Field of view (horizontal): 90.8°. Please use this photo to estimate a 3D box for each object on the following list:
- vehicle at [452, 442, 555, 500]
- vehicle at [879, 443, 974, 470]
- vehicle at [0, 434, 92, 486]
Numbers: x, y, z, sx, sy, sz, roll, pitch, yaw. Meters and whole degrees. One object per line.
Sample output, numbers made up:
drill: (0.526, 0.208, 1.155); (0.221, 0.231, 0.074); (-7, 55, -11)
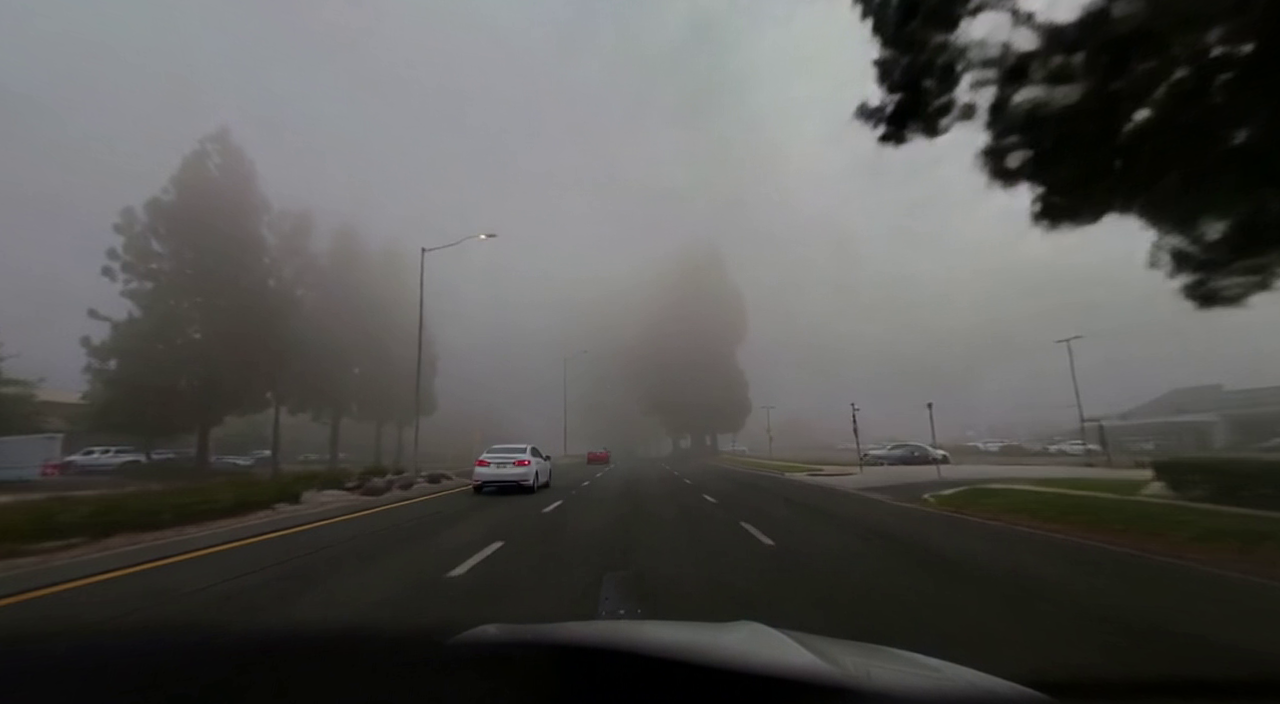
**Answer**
vehicle: (-3.751, 3.351, 18.261); (2.003, 1.454, 4.484); (0, -9, 0)
vehicle: (16.137, 5.896, 35.700); (4.341, 1.412, 2.035); (0, -9, -2)
vehicle: (-34.131, 5.791, 33.946); (6.915, 2.687, 2.367); (0, -9, -1)
